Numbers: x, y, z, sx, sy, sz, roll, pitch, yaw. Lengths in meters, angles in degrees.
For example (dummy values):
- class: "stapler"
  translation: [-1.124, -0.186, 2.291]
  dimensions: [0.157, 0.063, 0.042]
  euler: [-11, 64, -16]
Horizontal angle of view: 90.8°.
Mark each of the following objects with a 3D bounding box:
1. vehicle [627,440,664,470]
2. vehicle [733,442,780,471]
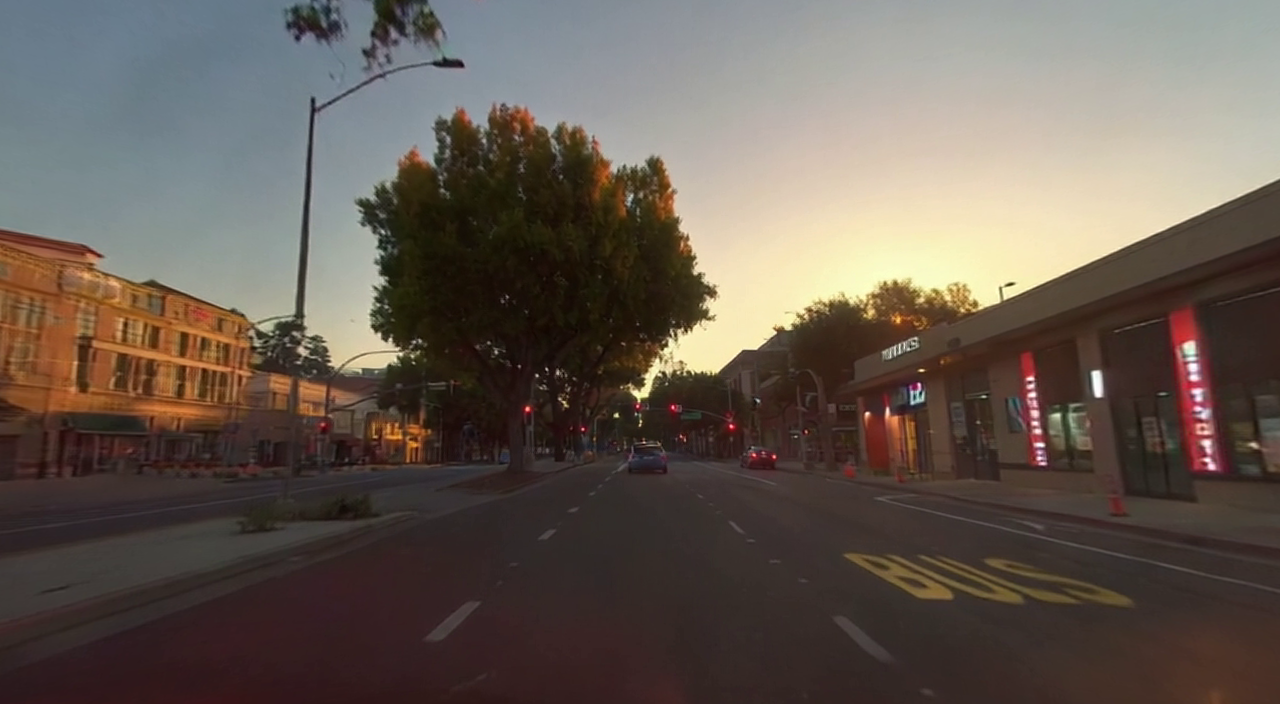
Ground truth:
- class: "vehicle"
  translation: [0.359, 6.512, 40.068]
  dimensions: [2.223, 1.775, 4.250]
  euler: [0, -9, 1]
- class: "vehicle"
  translation: [7.489, 6.767, 41.079]
  dimensions: [1.987, 1.772, 4.749]
  euler: [0, -9, -3]
